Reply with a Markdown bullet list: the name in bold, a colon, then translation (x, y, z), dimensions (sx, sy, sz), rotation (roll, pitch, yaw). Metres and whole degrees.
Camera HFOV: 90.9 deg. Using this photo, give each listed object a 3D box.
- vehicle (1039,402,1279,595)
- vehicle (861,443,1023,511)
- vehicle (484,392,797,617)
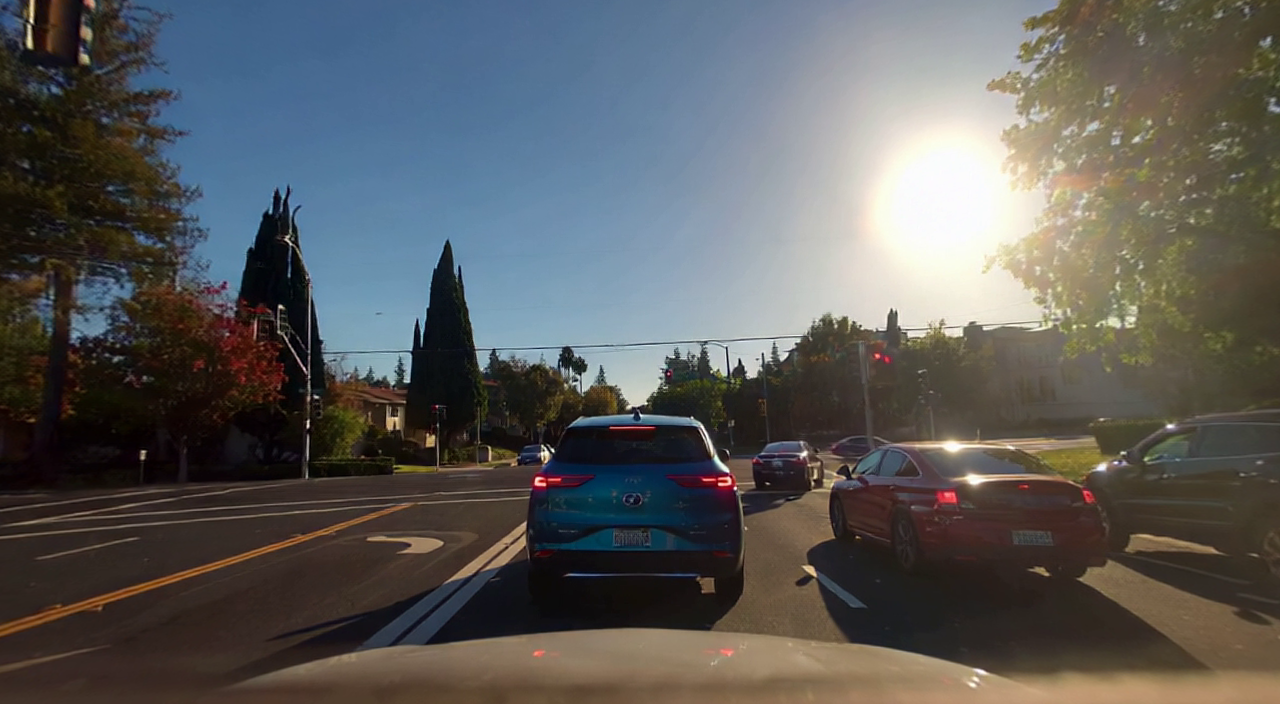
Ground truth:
- **vehicle**: translation (7.018, 1.543, 7.051), dimensions (1.989, 1.791, 4.735), rotation (0, -8, 0)
- **vehicle**: translation (7.280, 3.010, 15.815), dimensions (1.860, 1.436, 4.479), rotation (0, -8, 0)
- **vehicle**: translation (0.031, 1.456, 6.944), dimensions (2.322, 1.667, 4.367), rotation (0, -8, 1)
